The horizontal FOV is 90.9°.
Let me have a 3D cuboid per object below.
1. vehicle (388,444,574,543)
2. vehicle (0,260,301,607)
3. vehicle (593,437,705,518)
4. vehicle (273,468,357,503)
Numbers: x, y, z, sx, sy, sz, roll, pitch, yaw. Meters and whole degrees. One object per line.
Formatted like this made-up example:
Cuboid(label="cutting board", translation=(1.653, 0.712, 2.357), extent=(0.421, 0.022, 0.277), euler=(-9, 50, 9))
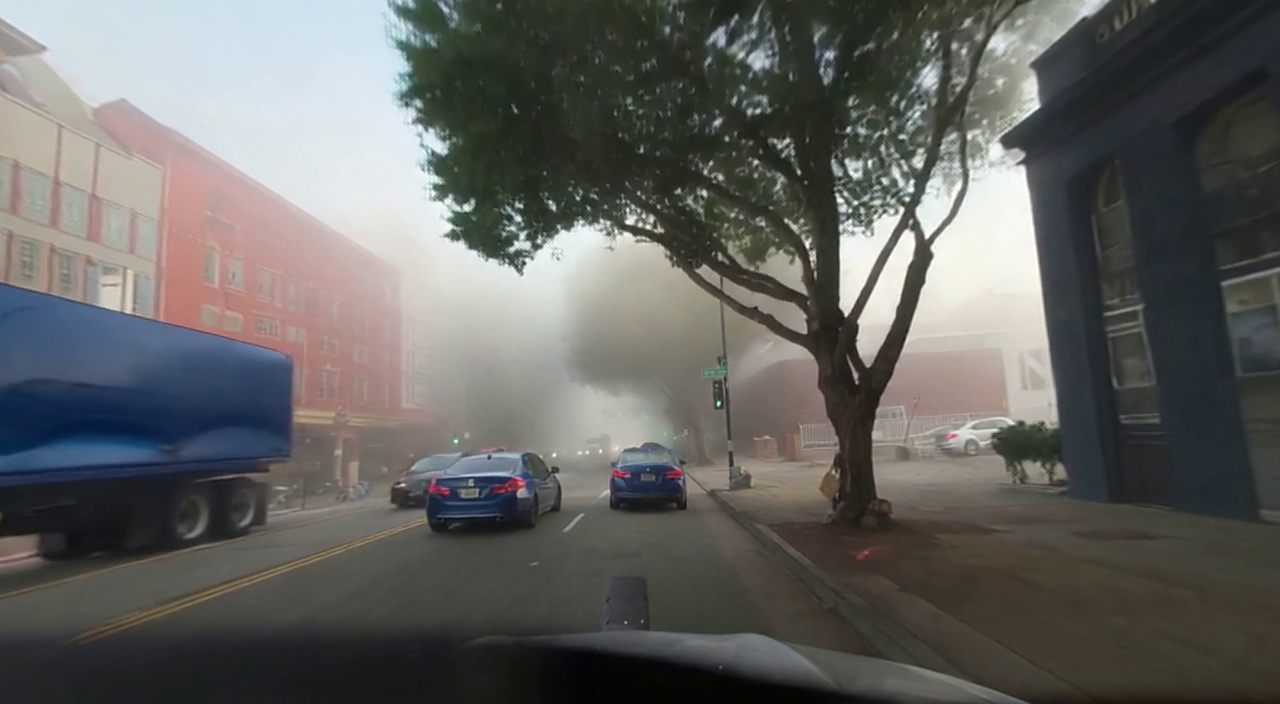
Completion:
Cuboid(label="vehicle", translation=(-2.624, 2.468, 11.821), extent=(2.099, 1.424, 4.843), euler=(-1, -8, 2))
Cuboid(label="vehicle", translation=(-8.802, 0.965, 7.401), extent=(2.986, 3.933, 11.600), euler=(0, -8, 1))
Cuboid(label="vehicle", translation=(0.177, 2.618, 13.755), extent=(2.094, 1.478, 3.922), euler=(0, -8, 0))
Cuboid(label="vehicle", translation=(-17.110, 6.954, 33.095), extent=(4.584, 1.504, 2.124), euler=(-7, -10, 38))
